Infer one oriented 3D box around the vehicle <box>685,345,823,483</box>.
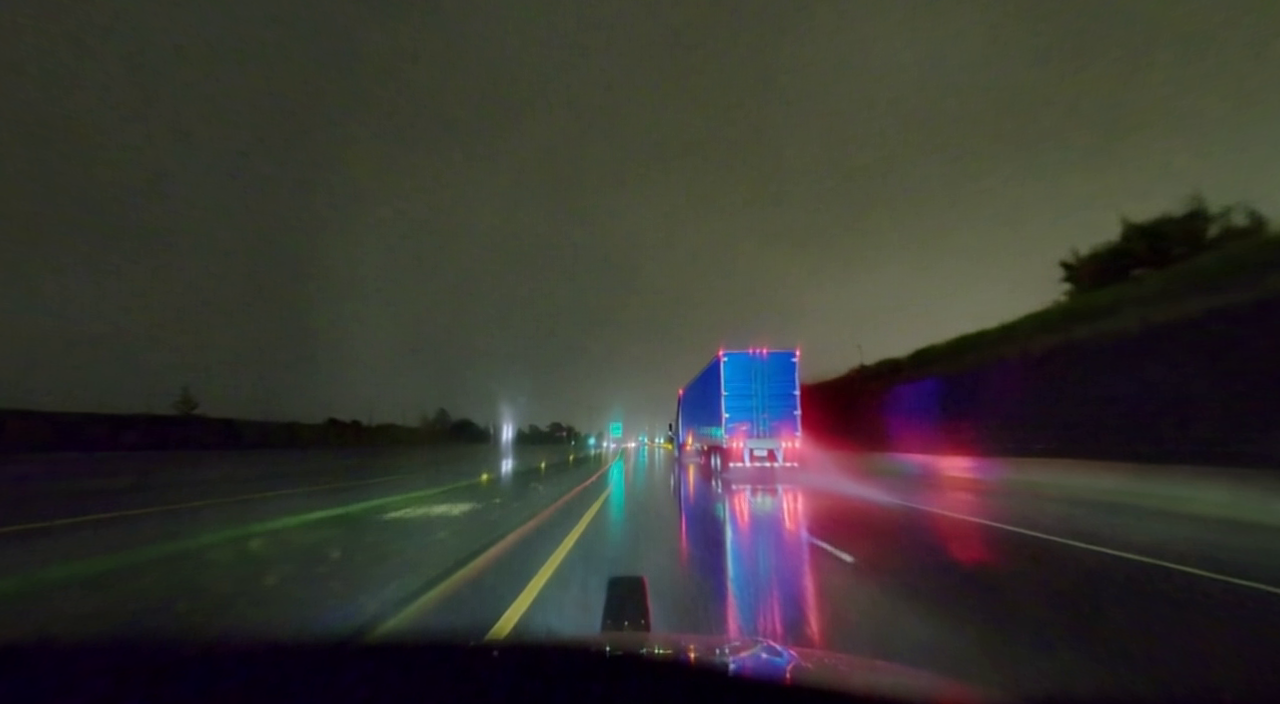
[{"bbox_3d":[4.249,3.014,27.680,3.615,4.578,13.539,0,-8,0],"label":"vehicle"}]
